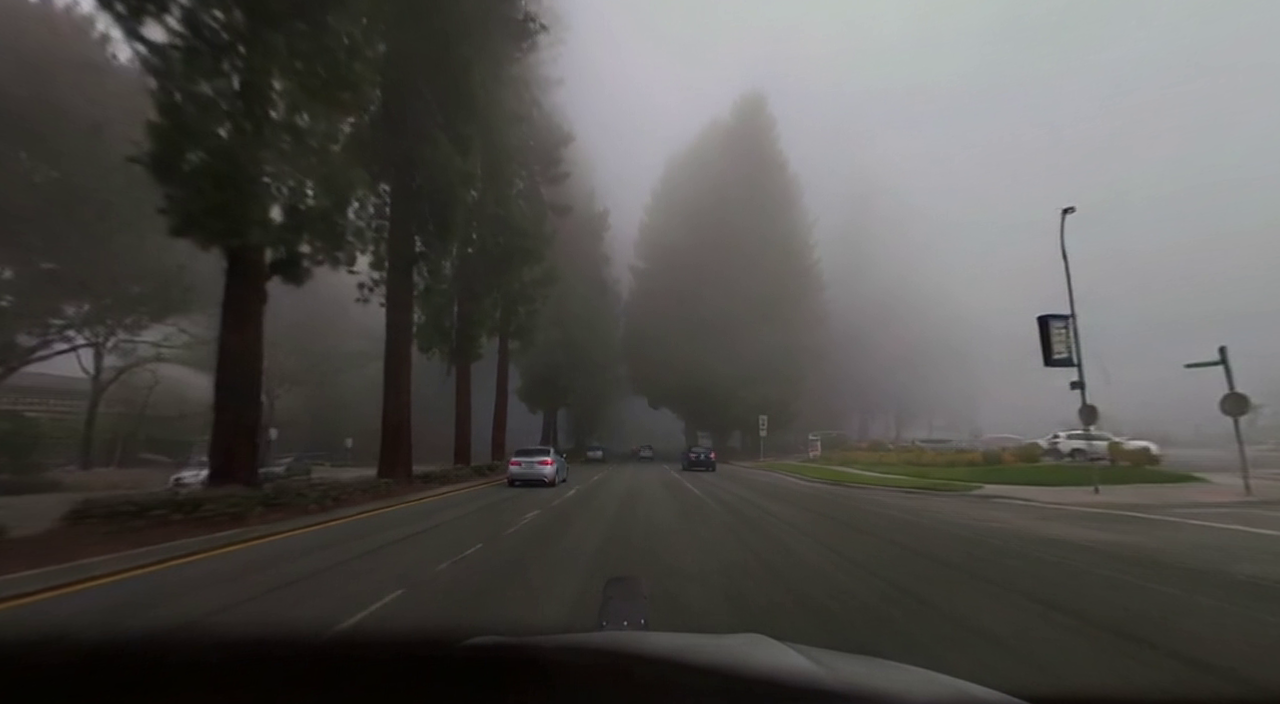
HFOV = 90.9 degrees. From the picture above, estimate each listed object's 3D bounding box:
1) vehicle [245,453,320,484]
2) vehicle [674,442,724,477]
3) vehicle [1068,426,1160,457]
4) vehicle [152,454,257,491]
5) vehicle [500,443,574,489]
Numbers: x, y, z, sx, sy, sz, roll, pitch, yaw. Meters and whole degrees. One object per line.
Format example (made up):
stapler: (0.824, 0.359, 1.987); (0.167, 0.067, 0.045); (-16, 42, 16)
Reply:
vehicle: (-22.526, 7.325, 39.939); (1.958, 1.780, 4.479); (-1, -9, 3)
vehicle: (2.788, 5.207, 30.617); (1.922, 1.579, 3.642); (0, -9, -2)
vehicle: (26.276, 4.983, 35.144); (1.677, 1.591, 4.298); (-1, -8, -1)
vehicle: (-22.775, 6.301, 33.250); (2.040, 1.757, 4.730); (0, -9, 1)
vehicle: (-3.692, 4.161, 23.360); (1.908, 1.481, 4.536); (0, -9, 1)
